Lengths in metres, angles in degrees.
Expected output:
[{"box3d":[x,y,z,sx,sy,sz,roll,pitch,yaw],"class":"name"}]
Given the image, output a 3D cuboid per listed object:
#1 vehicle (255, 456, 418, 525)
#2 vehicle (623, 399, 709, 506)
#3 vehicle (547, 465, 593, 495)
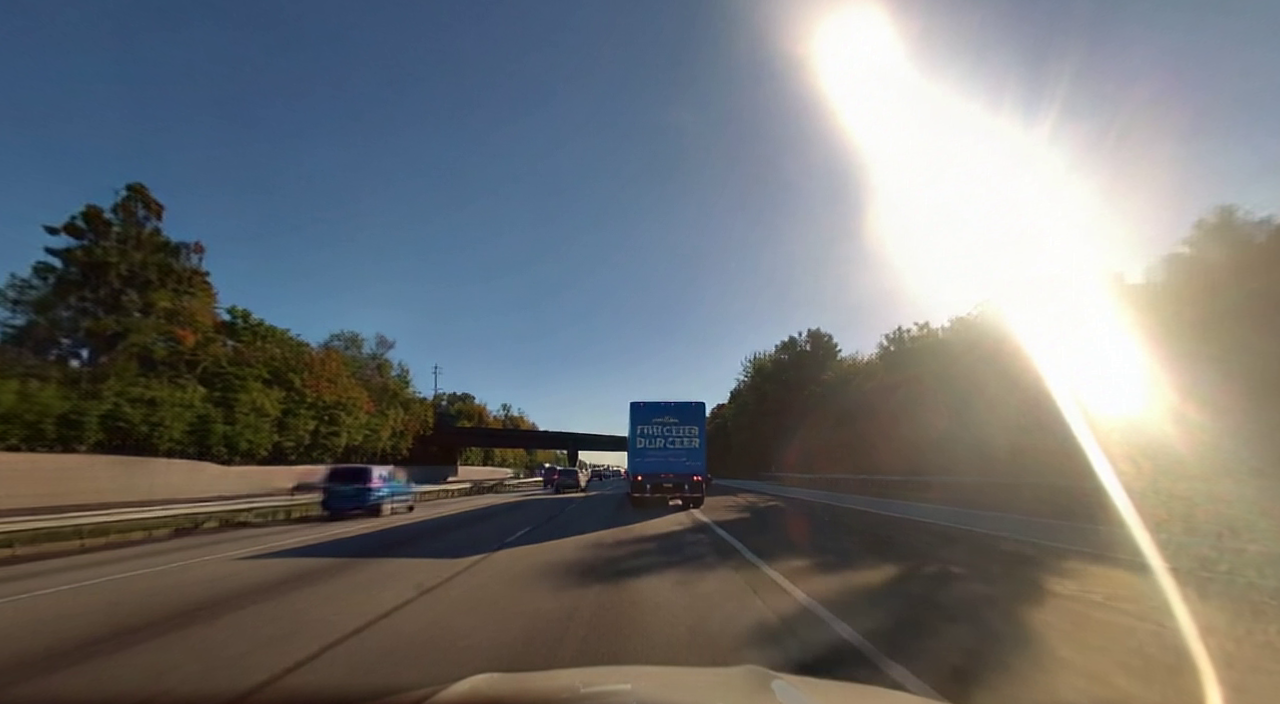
[{"box3d":[-7.814,3.628,16.868,1.955,1.539,4.650,1,-10,1],"class":"vehicle"},{"box3d":[0.840,4.520,27.798,2.980,3.834,9.423,1,-10,-2],"class":"vehicle"},{"box3d":[-3.842,7.123,35.296,1.978,1.516,4.617,1,-10,1],"class":"vehicle"}]
